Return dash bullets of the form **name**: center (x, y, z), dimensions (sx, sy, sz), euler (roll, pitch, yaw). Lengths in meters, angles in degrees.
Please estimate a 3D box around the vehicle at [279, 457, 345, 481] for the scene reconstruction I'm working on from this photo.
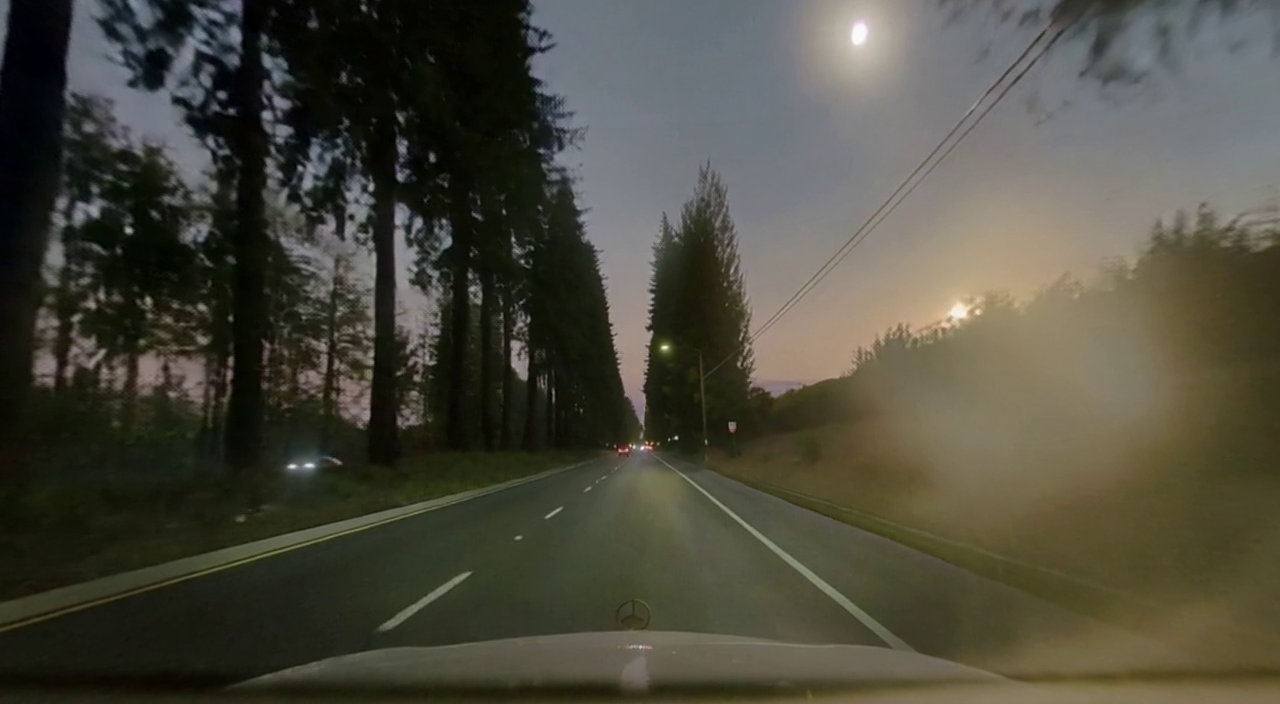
- **vehicle**: center (-21.842, 7.785, 42.223), dimensions (1.949, 1.439, 4.626), euler (0, -8, 0)
